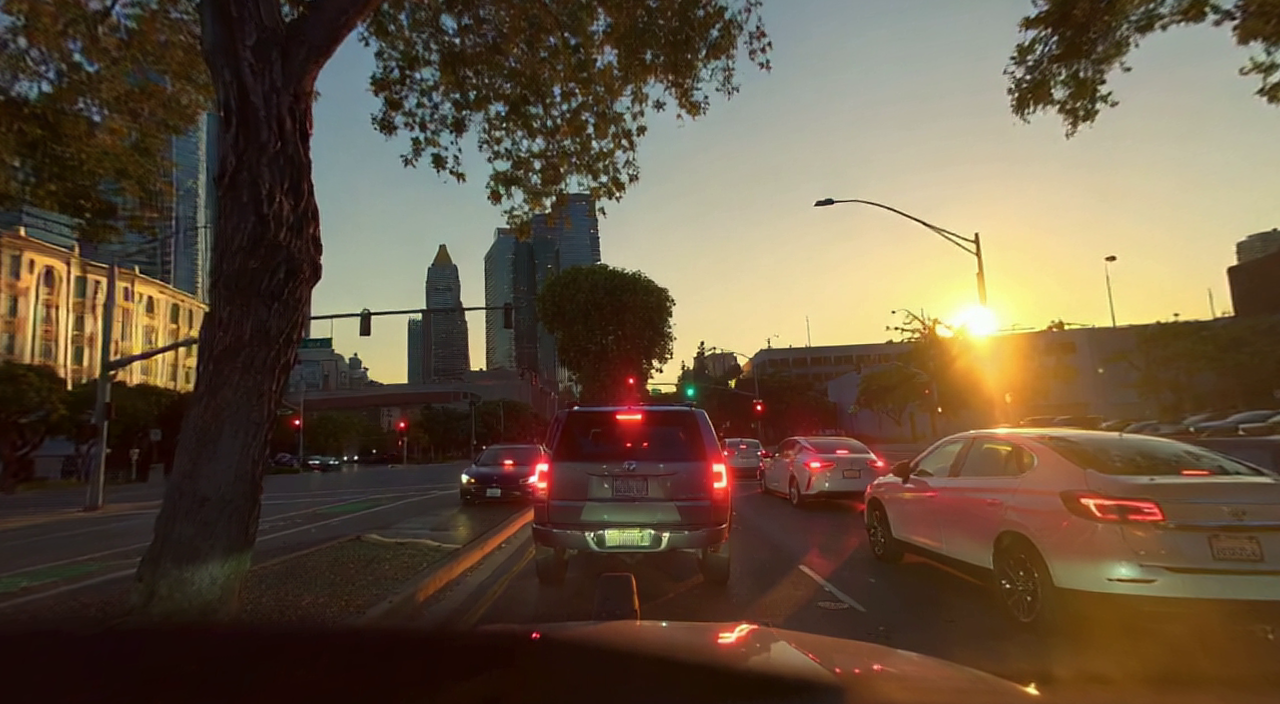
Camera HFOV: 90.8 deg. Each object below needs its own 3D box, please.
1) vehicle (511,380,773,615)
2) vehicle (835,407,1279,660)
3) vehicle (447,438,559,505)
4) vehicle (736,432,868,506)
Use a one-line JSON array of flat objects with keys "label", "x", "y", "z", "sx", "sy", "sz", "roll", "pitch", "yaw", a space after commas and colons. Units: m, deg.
[{"label": "vehicle", "x": -0.039, "y": 1.463, "z": 7.273, "sx": 2.038, "sy": 1.819, "sz": 4.505, "roll": 0, "pitch": -8, "yaw": -1}, {"label": "vehicle", "x": 3.644, "y": 1.409, "z": 6.085, "sx": 1.995, "sy": 1.483, "sz": 4.533, "roll": 0, "pitch": -8, "yaw": -1}, {"label": "vehicle", "x": -3.316, "y": 2.979, "z": 16.210, "sx": 1.913, "sy": 1.464, "sz": 4.276, "roll": 0, "pitch": -8, "yaw": 0}, {"label": "vehicle", "x": 3.636, "y": 2.706, "z": 15.058, "sx": 1.940, "sy": 1.474, "sz": 4.234, "roll": 0, "pitch": -8, "yaw": -1}]
